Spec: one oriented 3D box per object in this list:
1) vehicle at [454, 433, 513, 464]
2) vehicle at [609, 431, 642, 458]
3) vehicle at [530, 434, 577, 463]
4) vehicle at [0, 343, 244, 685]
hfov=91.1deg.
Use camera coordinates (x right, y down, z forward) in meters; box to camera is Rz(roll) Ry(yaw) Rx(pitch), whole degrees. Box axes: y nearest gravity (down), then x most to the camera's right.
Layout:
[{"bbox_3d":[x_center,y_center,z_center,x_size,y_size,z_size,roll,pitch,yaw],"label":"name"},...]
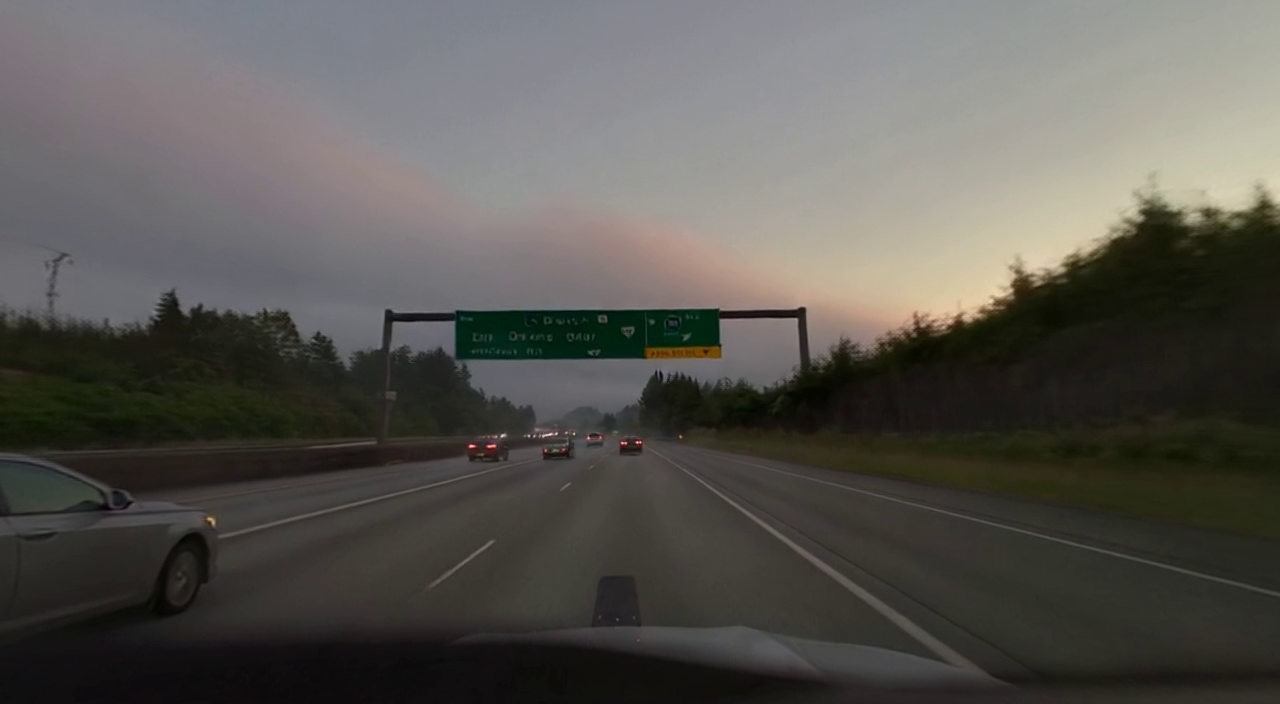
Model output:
[{"bbox_3d":[-8.378,5.175,34.042,1.953,1.524,4.863,0,-8,0],"label":"vehicle"},{"bbox_3d":[-0.930,5.885,40.156,2.002,1.611,3.778,0,-8,-1],"label":"vehicle"},{"bbox_3d":[-4.470,5.057,33.173,1.909,1.445,4.087,0,-8,0],"label":"vehicle"},{"bbox_3d":[-4.420,0.856,3.229,1.971,1.822,4.366,0,-8,-1],"label":"vehicle"}]
